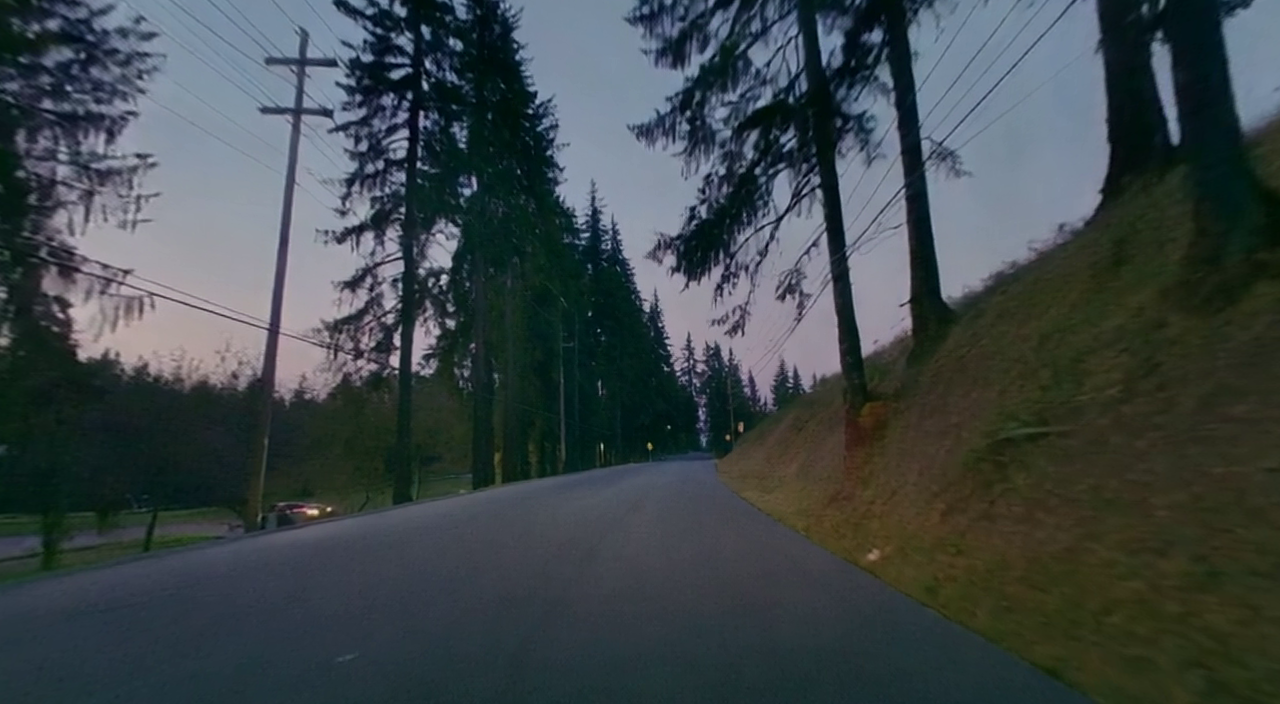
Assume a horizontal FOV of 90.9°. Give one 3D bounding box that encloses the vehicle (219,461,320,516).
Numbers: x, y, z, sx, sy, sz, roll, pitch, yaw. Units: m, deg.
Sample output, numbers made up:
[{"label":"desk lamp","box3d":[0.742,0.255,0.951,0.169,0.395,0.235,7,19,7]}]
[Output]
[{"label":"vehicle","box3d":[-13.423,4.918,23.147,2.058,1.654,4.273,2,-9,-15]}]
